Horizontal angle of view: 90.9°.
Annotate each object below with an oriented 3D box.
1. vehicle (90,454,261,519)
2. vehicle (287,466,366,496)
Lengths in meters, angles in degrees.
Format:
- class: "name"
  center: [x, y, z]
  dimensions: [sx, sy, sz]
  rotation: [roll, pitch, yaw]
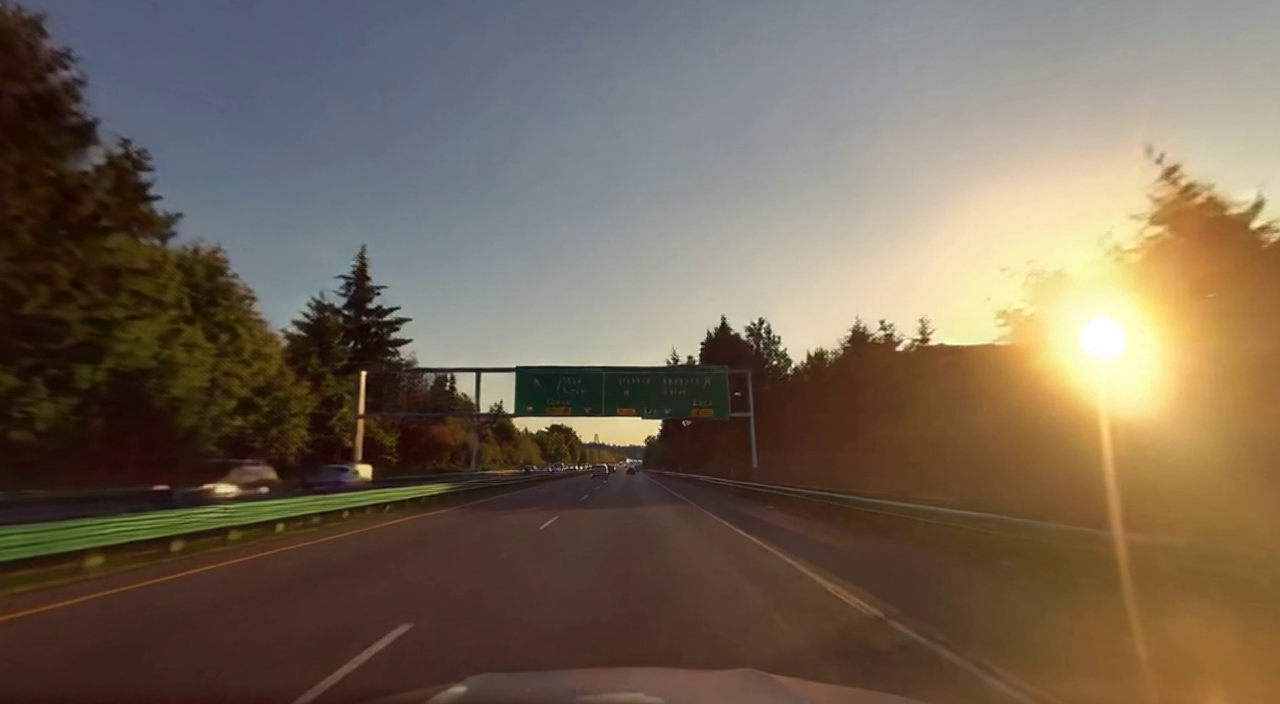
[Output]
- class: "vehicle"
  center: [-12.754, 3.716, 17.642]
  dimensions: [1.931, 1.571, 3.634]
  rotation: [1, -10, 0]
- class: "vehicle"
  center: [-16.464, 6.780, 33.331]
  dimensions: [1.918, 1.460, 4.462]
  rotation: [1, -10, -1]
